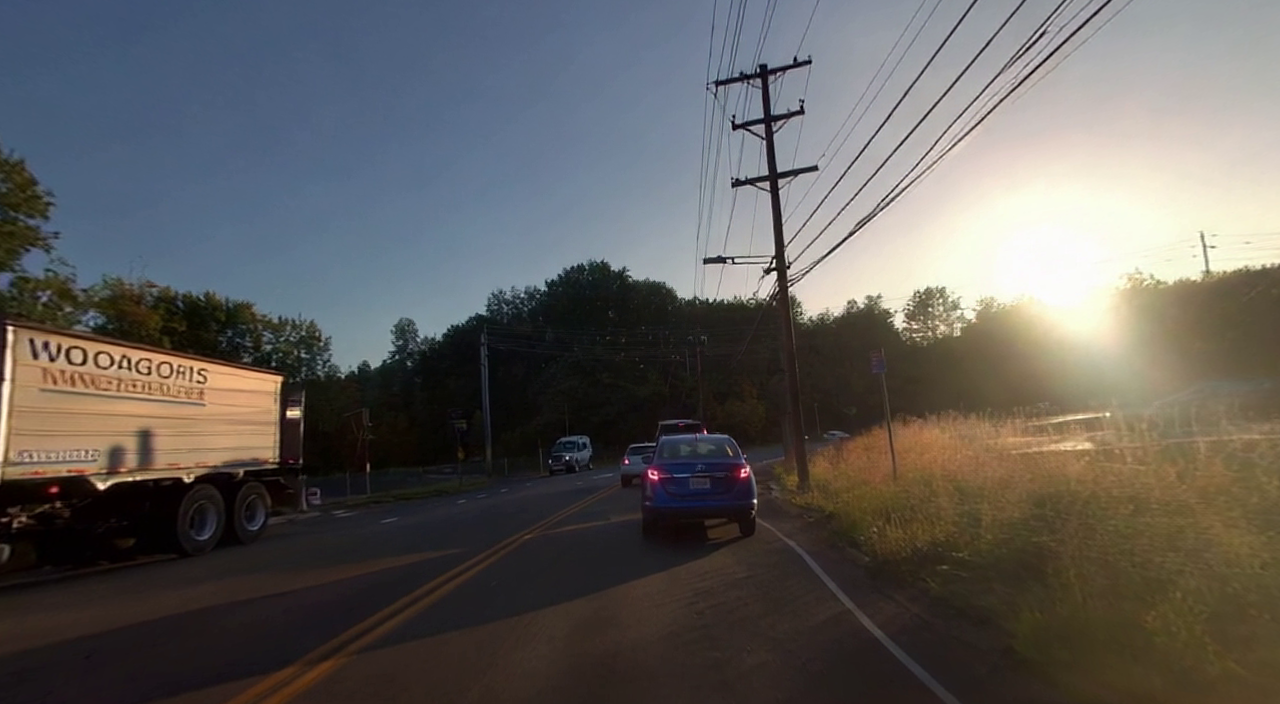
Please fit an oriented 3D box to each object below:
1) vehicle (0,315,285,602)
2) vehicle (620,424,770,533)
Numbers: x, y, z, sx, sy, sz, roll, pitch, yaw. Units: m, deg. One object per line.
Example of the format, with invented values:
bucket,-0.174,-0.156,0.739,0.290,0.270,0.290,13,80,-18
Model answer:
vehicle,-8.498,1.352,7.463,3.395,3.071,7.634,-7,-6,7
vehicle,0.794,2.050,10.740,2.081,1.503,3.726,0,-8,1
